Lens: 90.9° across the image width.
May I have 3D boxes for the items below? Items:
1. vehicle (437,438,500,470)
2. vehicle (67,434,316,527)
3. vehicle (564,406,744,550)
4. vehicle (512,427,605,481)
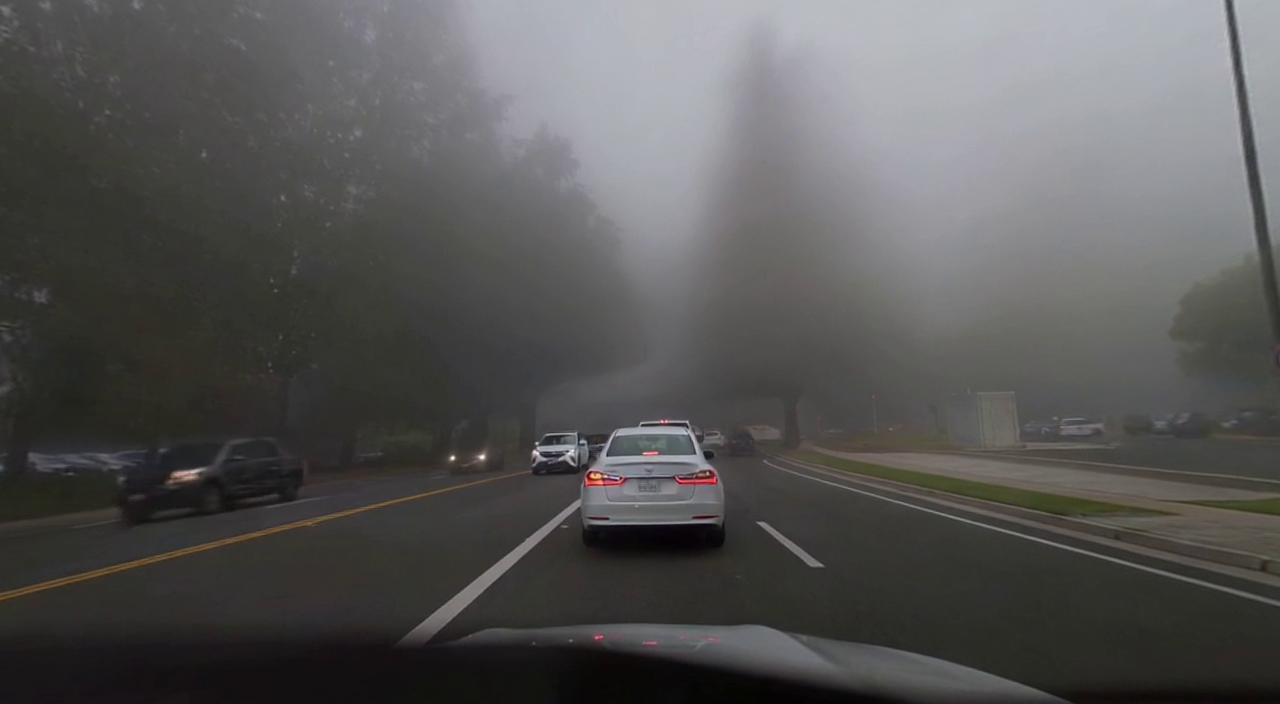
[{"bbox_3d":[-9.791,5.854,36.409,2.005,1.701,4.355,-1,-8,6],"label":"vehicle"},{"bbox_3d":[-10.030,2.869,14.796,2.039,1.769,4.911,-1,-8,3],"label":"vehicle"},{"bbox_3d":[0.176,1.818,9.726,2.154,1.710,4.128,-1,-8,0],"label":"vehicle"},{"bbox_3d":[-2.868,3.771,23.568,2.057,1.786,4.725,-2,-8,11],"label":"vehicle"}]
